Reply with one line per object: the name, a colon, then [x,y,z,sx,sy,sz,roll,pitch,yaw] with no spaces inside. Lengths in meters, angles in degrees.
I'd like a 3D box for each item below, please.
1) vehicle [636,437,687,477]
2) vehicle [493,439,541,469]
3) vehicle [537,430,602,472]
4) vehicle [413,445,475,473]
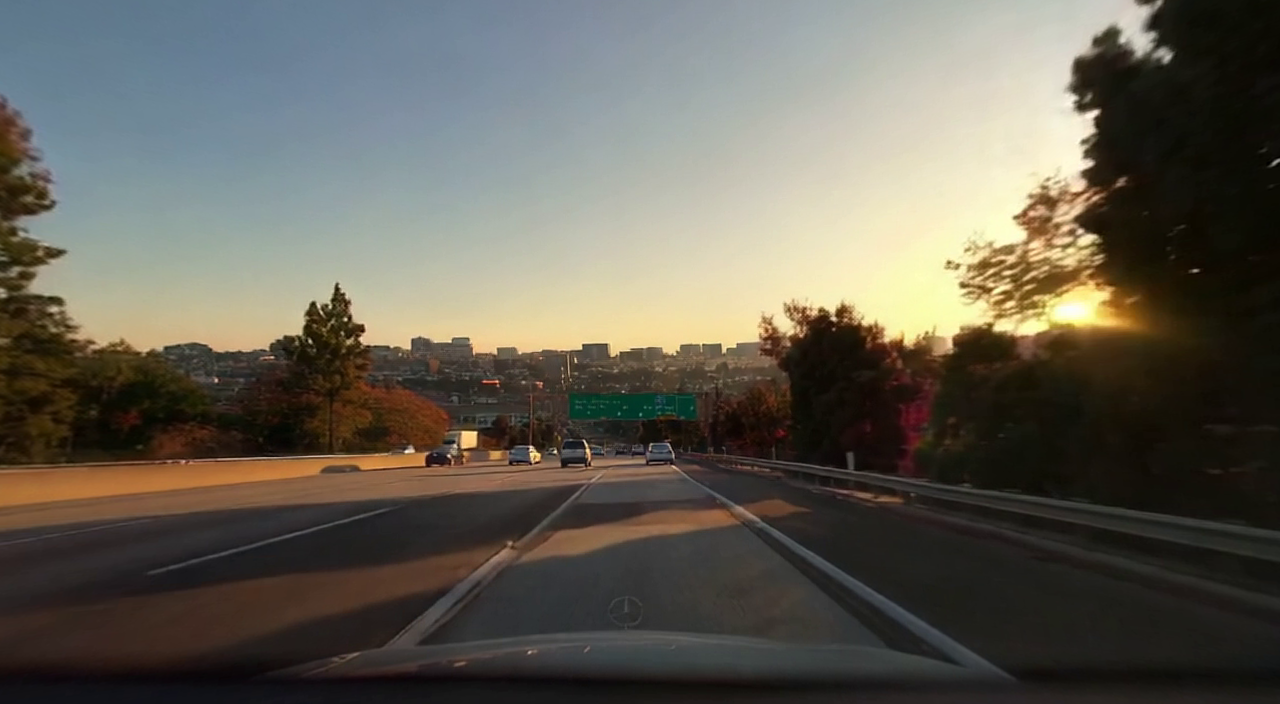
vehicle: [0.873,4.768,28.933,2.135,1.697,4.757,0,-8,0]
vehicle: [-7.803,6.513,40.539,2.078,1.779,4.610,0,-8,1]
vehicle: [-3.672,5.340,34.262,2.751,2.050,5.761,0,-8,1]
vehicle: [-11.089,6.054,36.072,1.951,1.491,4.697,0,-8,1]
